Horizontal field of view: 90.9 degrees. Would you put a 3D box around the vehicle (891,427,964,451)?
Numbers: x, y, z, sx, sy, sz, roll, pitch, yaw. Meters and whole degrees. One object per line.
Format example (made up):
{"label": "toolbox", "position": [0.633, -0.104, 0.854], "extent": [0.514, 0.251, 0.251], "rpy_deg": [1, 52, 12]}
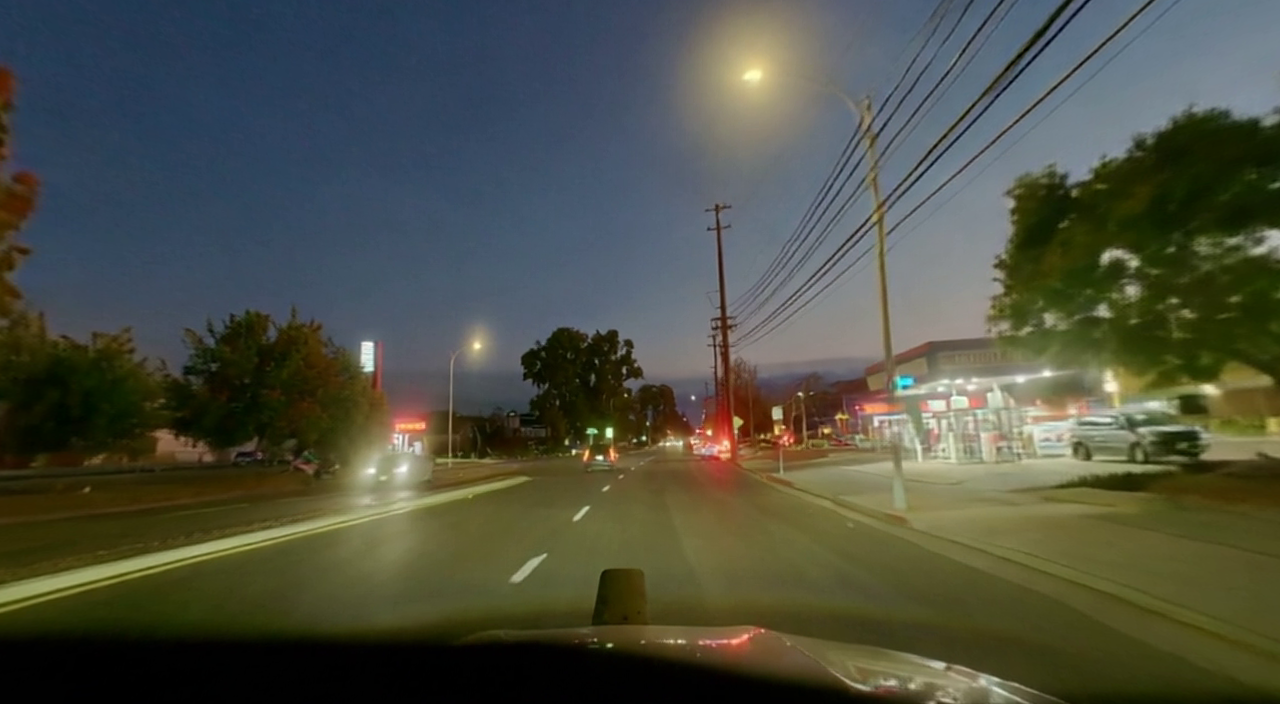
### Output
{"label": "vehicle", "position": [21.370, 6.538, 47.149], "extent": [1.908, 1.474, 4.885], "rpy_deg": [0, -10, -22]}

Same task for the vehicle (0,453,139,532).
{"label": "vehicle", "position": [-13.864, 3.008, 13.706], "extent": [2.091, 1.538, 4.451], "rpy_deg": [-1, -8, 4]}

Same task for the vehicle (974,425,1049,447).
{"label": "vehicle", "position": [27.276, 6.247, 46.483], "extent": [1.901, 1.509, 4.610], "rpy_deg": [2, -9, -15]}

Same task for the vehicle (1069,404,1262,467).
{"label": "vehicle", "position": [18.660, 2.993, 22.798], "extent": [2.020, 1.972, 4.983], "rpy_deg": [2, -7, -15]}

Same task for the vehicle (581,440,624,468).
{"label": "vehicle", "position": [-2.122, 5.885, 36.569], "extent": [2.073, 1.525, 3.968], "rpy_deg": [-1, -8, 2]}

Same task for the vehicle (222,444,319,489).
{"label": "vehicle", "position": [-19.515, 5.954, 33.209], "extent": [5.575, 2.142, 1.996], "rpy_deg": [-6, -10, 33]}

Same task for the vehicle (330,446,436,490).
{"label": "vehicle", "position": [-9.881, 4.475, 24.770], "extent": [2.021, 1.480, 4.800], "rpy_deg": [-1, -8, 2]}
